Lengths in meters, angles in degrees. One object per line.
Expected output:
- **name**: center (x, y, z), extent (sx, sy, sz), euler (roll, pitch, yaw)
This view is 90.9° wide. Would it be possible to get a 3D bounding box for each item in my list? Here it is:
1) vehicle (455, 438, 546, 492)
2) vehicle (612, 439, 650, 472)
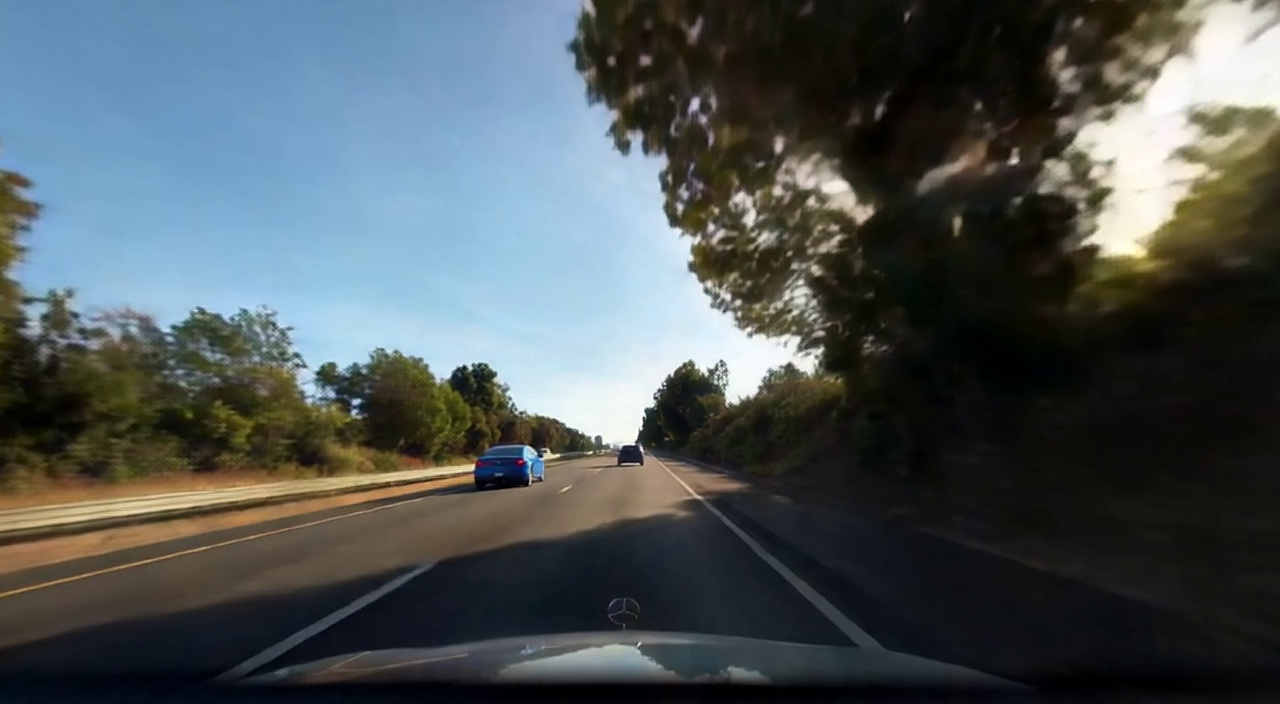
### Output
- **vehicle**: center (-4.634, 3.822, 21.587), extent (2.113, 1.656, 4.215), euler (0, -9, 1)
- **vehicle**: center (-0.523, 6.040, 36.885), extent (2.126, 1.786, 3.958), euler (0, -9, -1)
